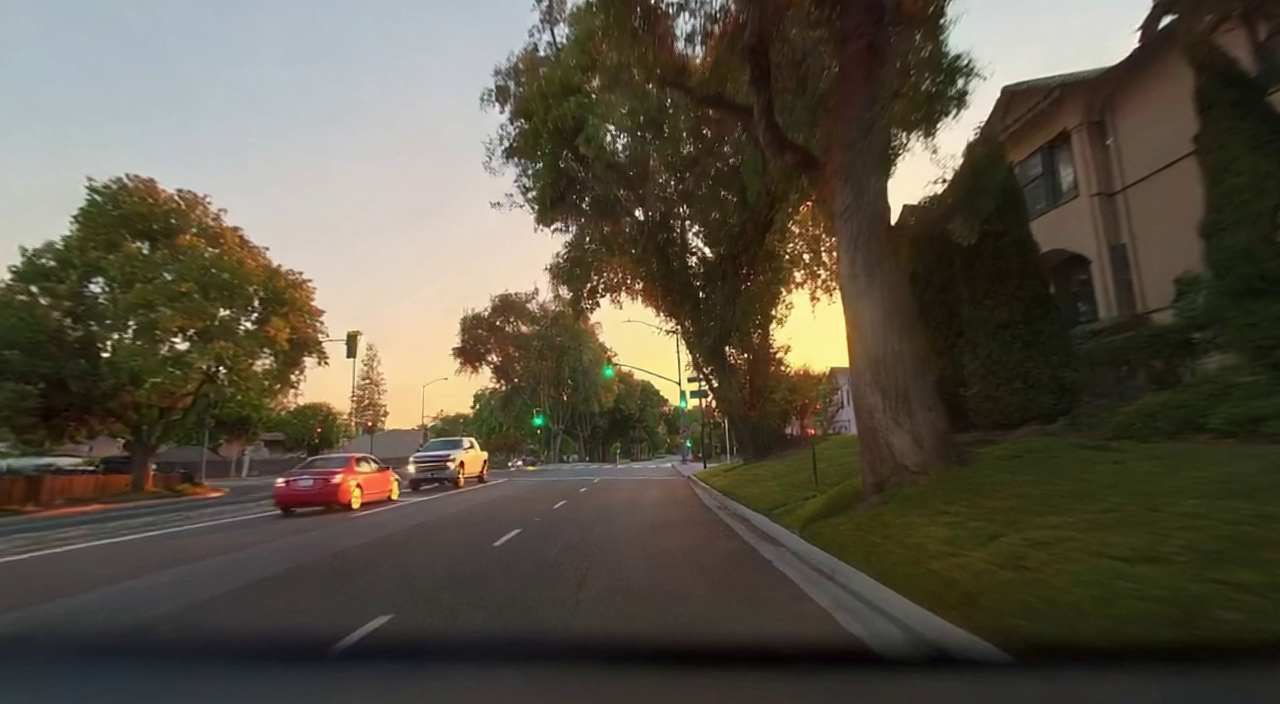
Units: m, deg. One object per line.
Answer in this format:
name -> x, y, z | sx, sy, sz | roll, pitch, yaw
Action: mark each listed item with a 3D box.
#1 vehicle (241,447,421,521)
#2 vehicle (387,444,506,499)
vehicle -> -7.192, 3.075, 15.358 | 1.968, 1.485, 4.558 | 0, -8, 2
vehicle -> -7.010, 4.389, 23.919 | 2.308, 1.755, 6.571 | 0, -8, 2
